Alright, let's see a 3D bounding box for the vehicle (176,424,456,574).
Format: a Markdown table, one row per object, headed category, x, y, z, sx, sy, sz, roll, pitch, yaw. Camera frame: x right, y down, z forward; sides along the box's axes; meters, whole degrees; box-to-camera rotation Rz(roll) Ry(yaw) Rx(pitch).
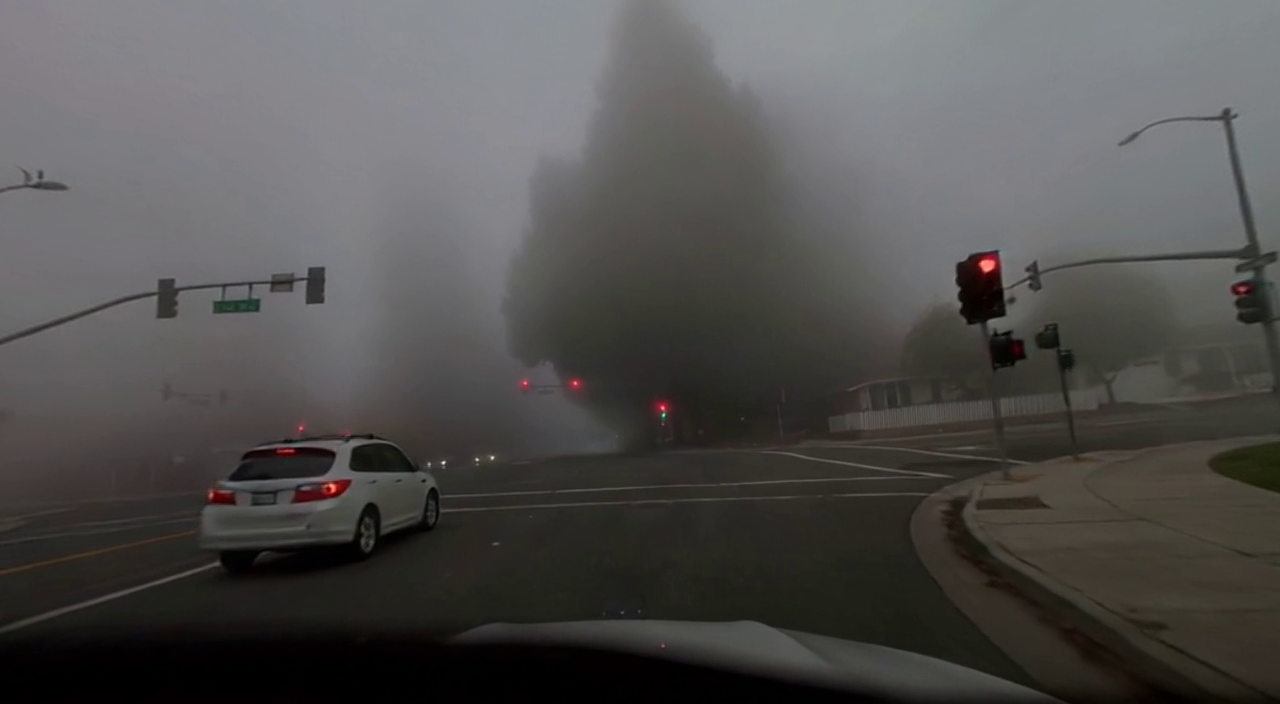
| category | x | y | z | sx | sy | sz | roll | pitch | yaw |
| --- | --- | --- | --- | --- | --- | --- | --- | --- | --- |
| vehicle | -3.929 | 1.786 | 8.531 | 1.777 | 1.537 | 3.831 | 0 | -8 | -1 |
